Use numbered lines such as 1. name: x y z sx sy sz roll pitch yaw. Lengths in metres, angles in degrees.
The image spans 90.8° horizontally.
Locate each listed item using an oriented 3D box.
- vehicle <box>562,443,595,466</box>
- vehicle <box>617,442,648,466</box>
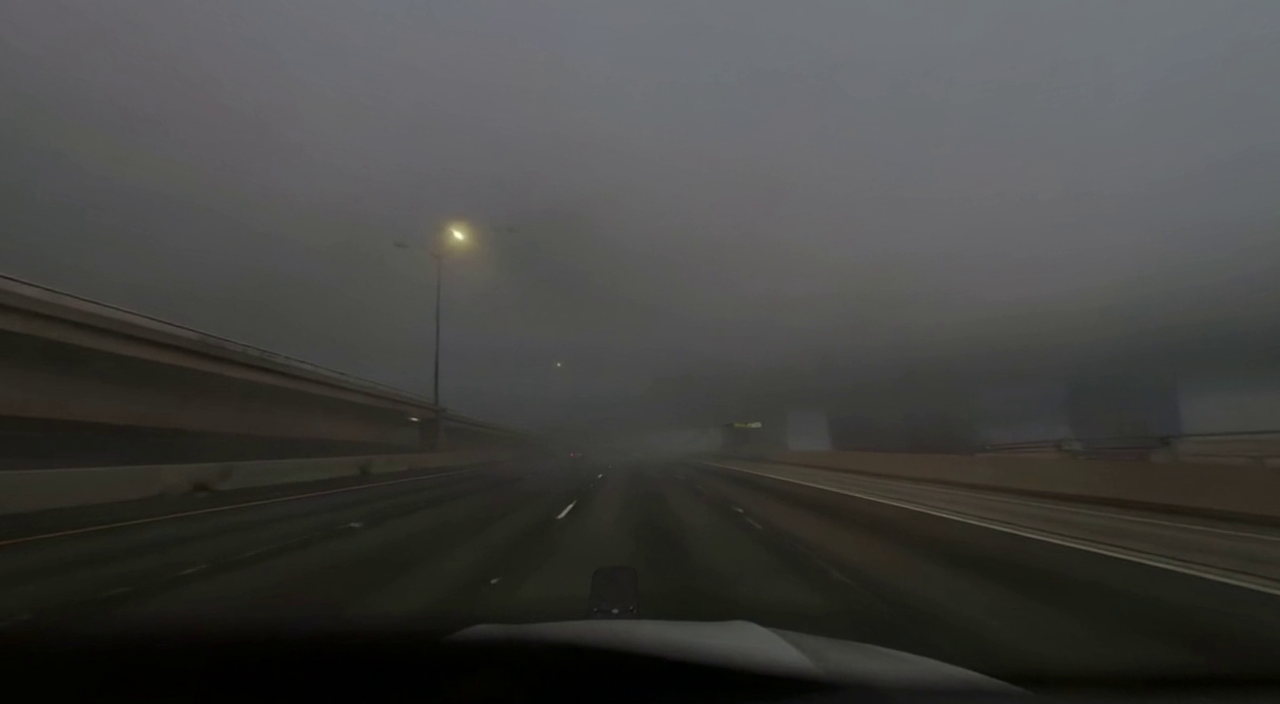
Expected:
1. vehicle: -4.441 7.459 46.168 2.000 1.646 4.201 0 -8 -1
2. vehicle: -0.547 7.337 45.678 2.132 1.657 3.967 0 -8 -1
